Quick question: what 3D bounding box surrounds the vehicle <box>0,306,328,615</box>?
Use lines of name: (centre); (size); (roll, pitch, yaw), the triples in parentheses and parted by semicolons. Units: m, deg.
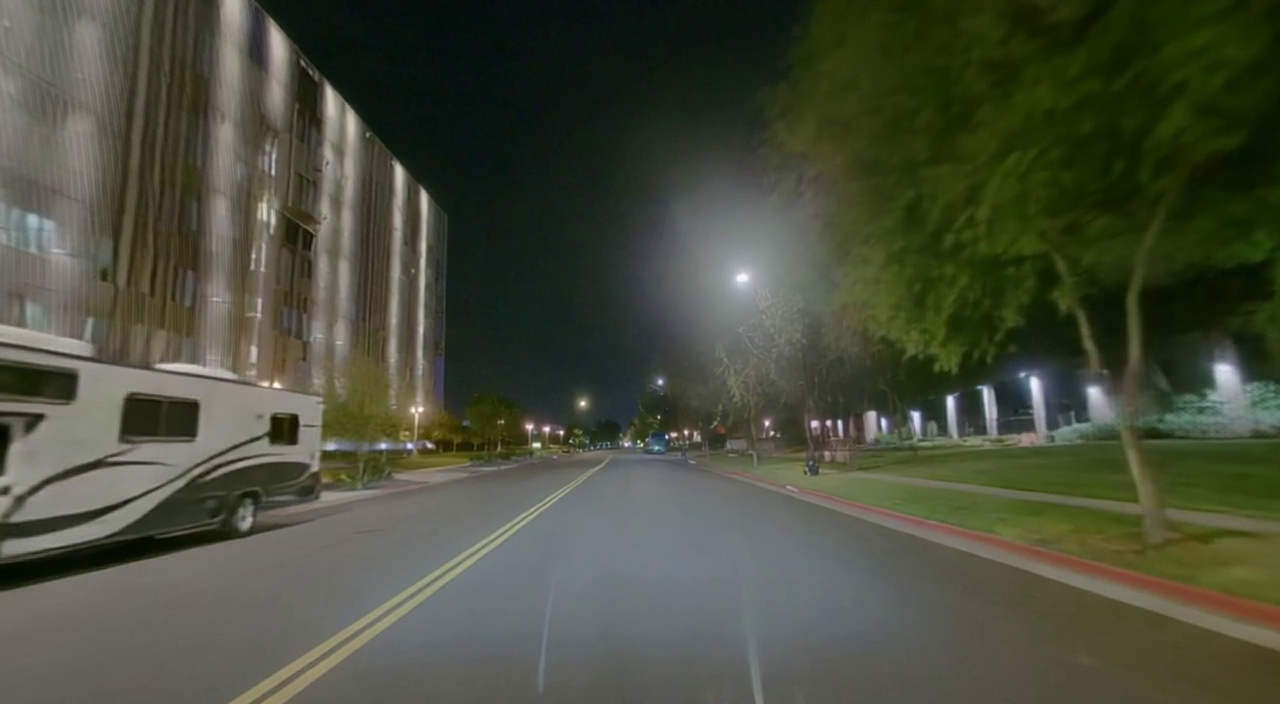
vehicle: (-7.435, 1.274, 7.963); (3.108, 2.771, 7.999); (1, -8, -2)
